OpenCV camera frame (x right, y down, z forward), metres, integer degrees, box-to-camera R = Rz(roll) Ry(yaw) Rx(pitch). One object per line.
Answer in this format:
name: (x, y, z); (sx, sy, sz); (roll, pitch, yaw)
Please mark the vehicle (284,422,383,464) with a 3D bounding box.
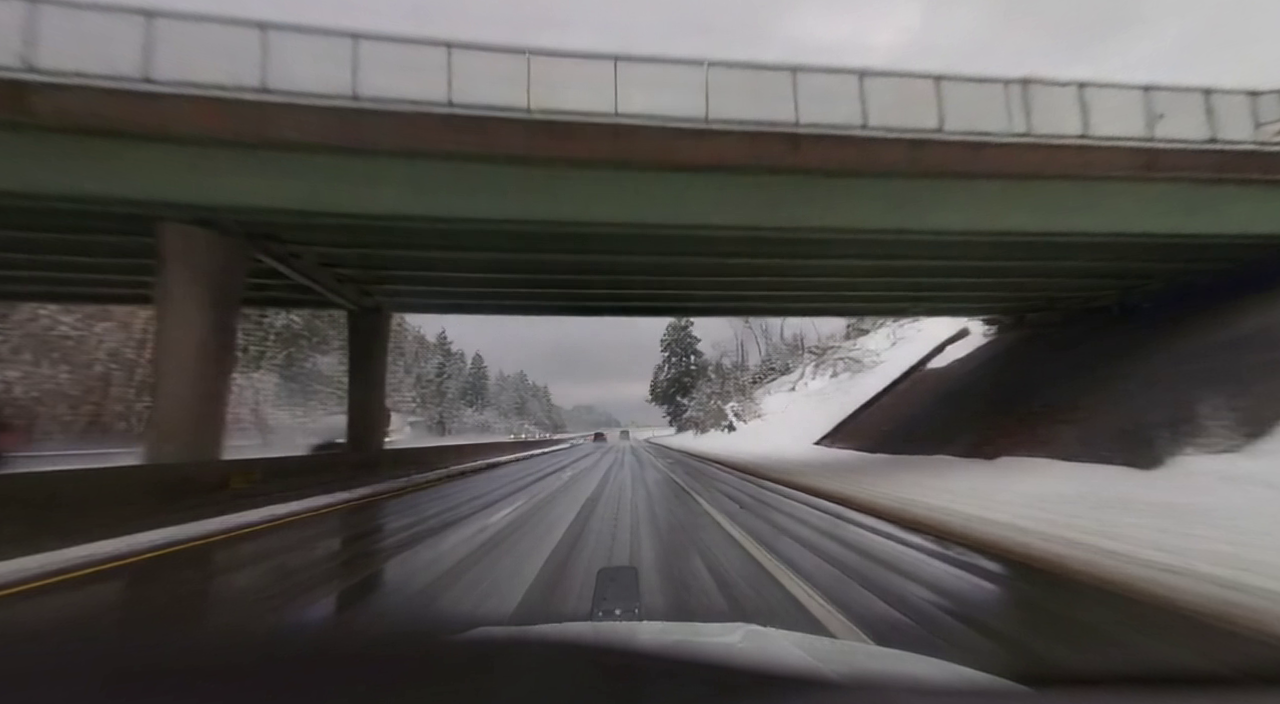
vehicle: (-11.974, 3.574, 24.897); (1.864, 1.533, 4.094); (0, -8, 0)
